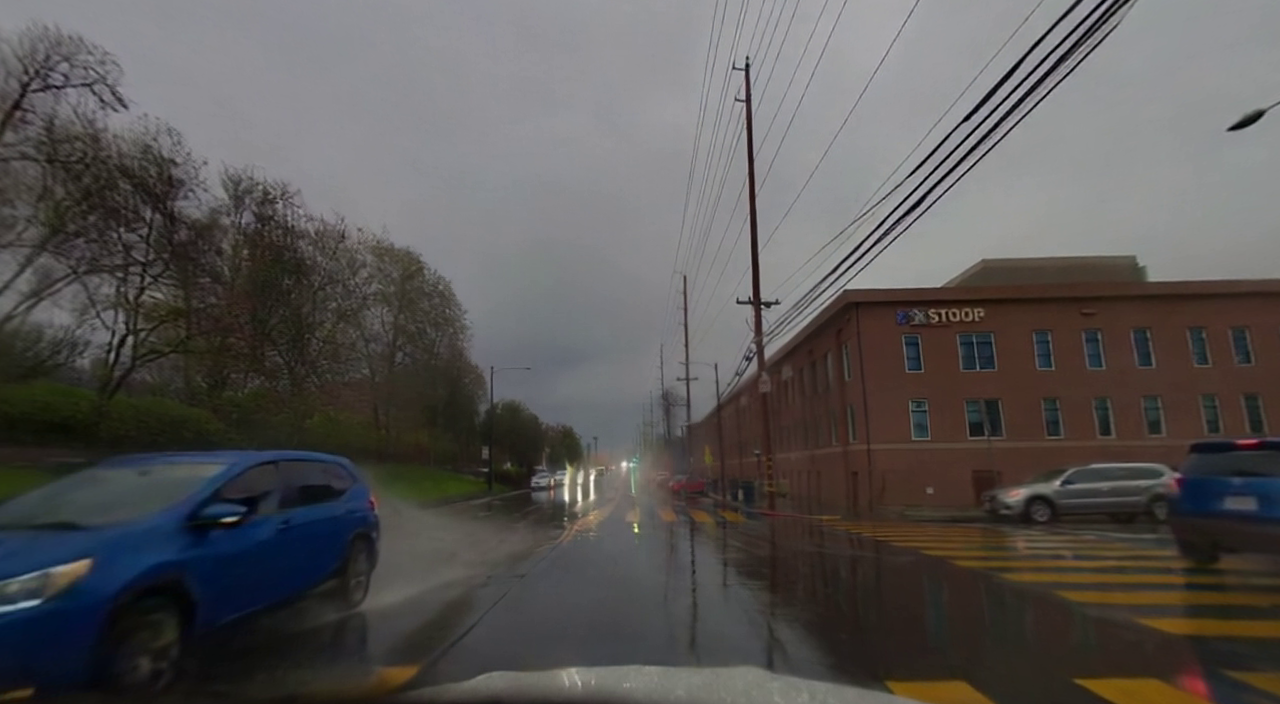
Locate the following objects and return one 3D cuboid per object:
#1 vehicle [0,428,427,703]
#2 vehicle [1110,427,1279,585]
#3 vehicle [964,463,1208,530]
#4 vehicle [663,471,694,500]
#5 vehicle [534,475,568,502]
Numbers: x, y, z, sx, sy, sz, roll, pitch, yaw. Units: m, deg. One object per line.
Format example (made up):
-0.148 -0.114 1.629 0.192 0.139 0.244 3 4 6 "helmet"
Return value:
-3.247 1.411 4.719 1.911 1.563 4.057 0 -8 0 "vehicle"
9.486 1.978 8.686 4.872 1.789 2.214 2 -9 -16 "vehicle"
11.382 3.680 16.390 4.771 1.492 2.107 0 -8 -3 "vehicle"
2.814 9.911 47.145 1.953 1.774 5.008 0 -8 -1 "vehicle"
-6.645 10.263 47.721 1.913 1.682 4.365 0 -8 1 "vehicle"
